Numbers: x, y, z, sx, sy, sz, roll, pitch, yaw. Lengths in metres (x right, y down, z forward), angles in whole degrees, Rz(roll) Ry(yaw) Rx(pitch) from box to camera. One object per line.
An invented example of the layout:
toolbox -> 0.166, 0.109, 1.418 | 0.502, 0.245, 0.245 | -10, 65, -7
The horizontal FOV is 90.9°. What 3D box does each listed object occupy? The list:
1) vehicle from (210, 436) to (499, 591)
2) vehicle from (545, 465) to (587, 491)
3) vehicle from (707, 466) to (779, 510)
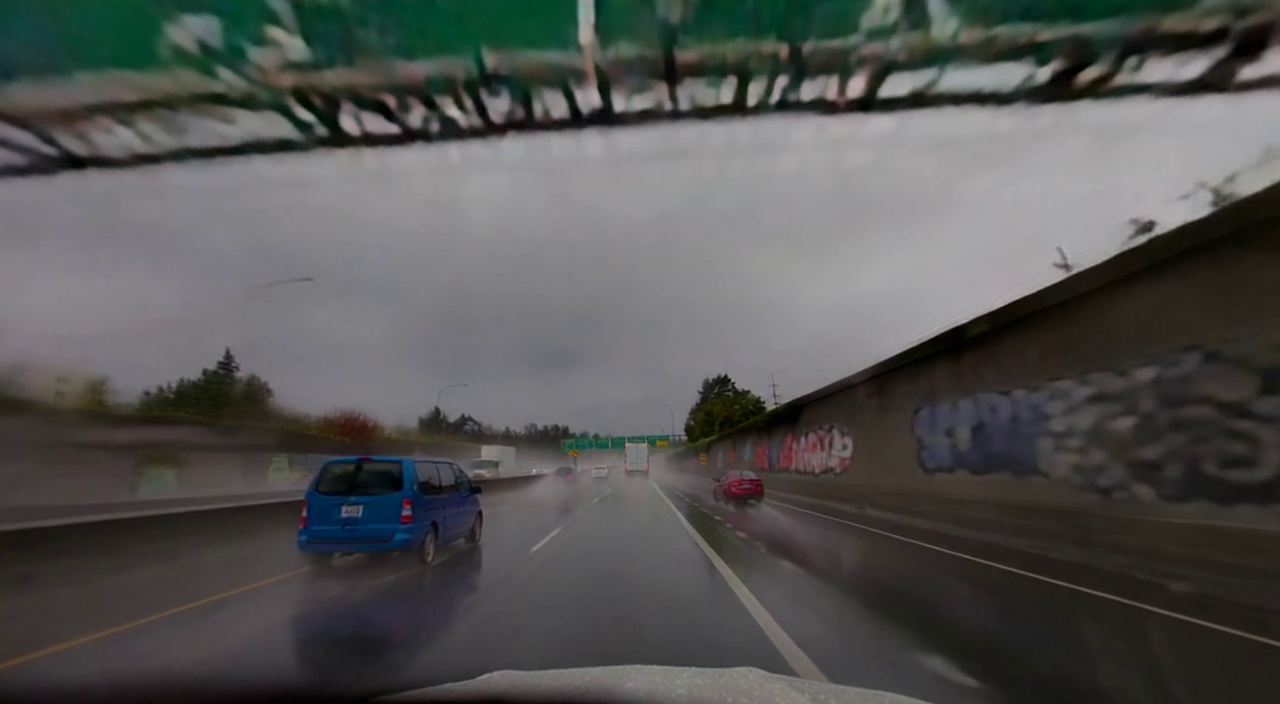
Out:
vehicle -> -3.551, 2.137, 9.021 | 2.004, 1.610, 4.508 | 1, -10, 0
vehicle -> -4.405, 7.559, 37.959 | 2.054, 1.443, 4.131 | 1, -10, 0
vehicle -> 3.747, 5.040, 23.704 | 1.917, 1.458, 4.199 | 1, -10, -1
